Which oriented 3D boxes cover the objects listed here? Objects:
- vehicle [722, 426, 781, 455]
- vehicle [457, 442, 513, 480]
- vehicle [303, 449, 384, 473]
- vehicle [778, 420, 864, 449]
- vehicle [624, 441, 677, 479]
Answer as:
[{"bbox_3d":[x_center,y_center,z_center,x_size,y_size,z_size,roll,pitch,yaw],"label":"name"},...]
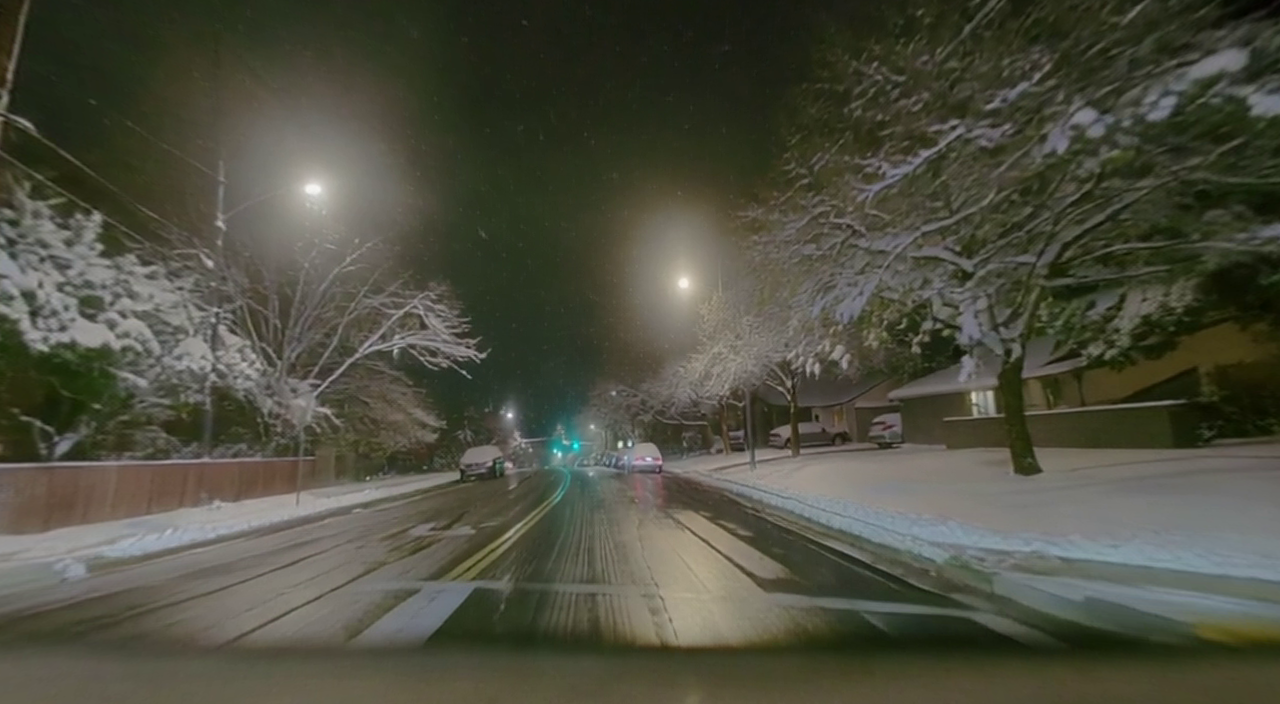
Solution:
[{"bbox_3d":[7.713,6.106,43.401,2.100,1.857,4.611,-7,-10,36],"label":"vehicle"},{"bbox_3d":[-7.851,5.512,32.382,2.155,1.729,4.799,0,-7,-7],"label":"vehicle"},{"bbox_3d":[-19.578,7.207,41.728,4.527,1.466,1.880,-2,-8,10],"label":"vehicle"},{"bbox_3d":[10.626,4.907,37.382,4.639,1.634,2.005,-2,-8,8],"label":"vehicle"},{"bbox_3d":[0.456,5.642,33.408,2.229,1.826,4.611,0,-8,-7],"label":"vehicle"}]
